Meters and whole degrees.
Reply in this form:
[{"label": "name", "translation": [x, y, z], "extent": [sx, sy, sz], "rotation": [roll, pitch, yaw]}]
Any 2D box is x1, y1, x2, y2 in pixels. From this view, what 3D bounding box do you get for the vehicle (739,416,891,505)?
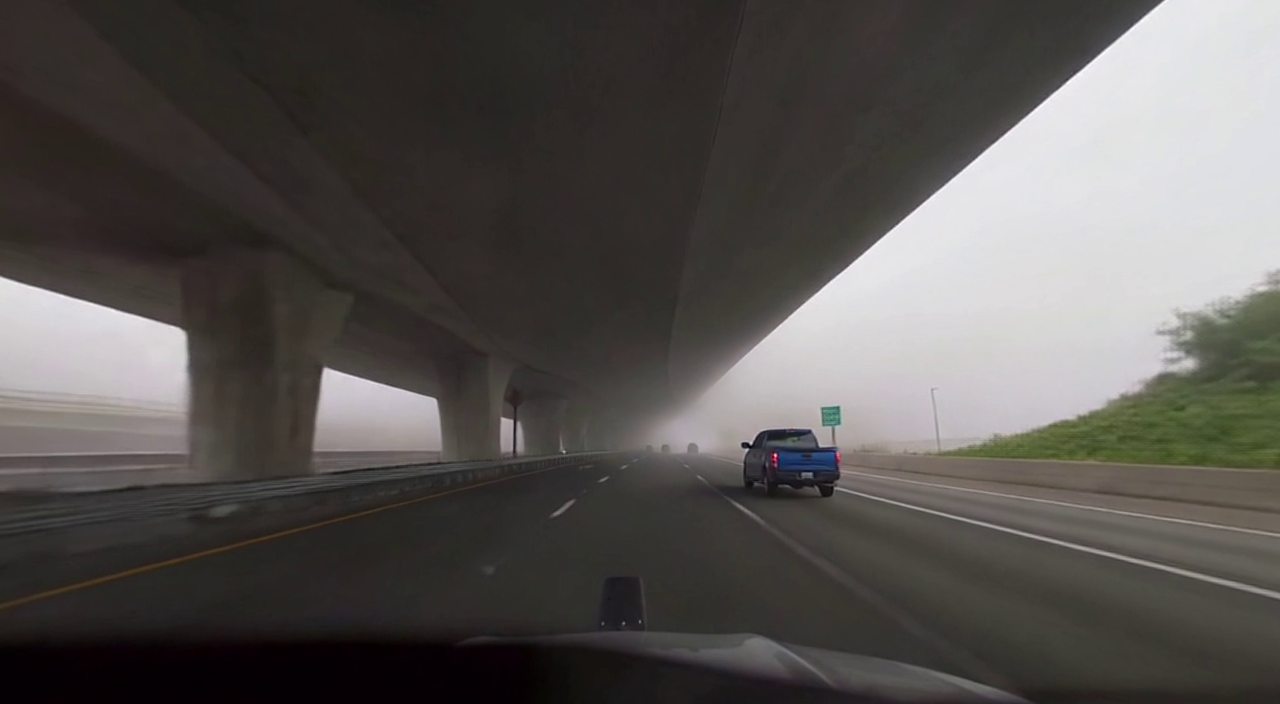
[{"label": "vehicle", "translation": [4.468, 2.915, 17.351], "extent": [2.505, 2.020, 5.532], "rotation": [0, -8, -1]}]
